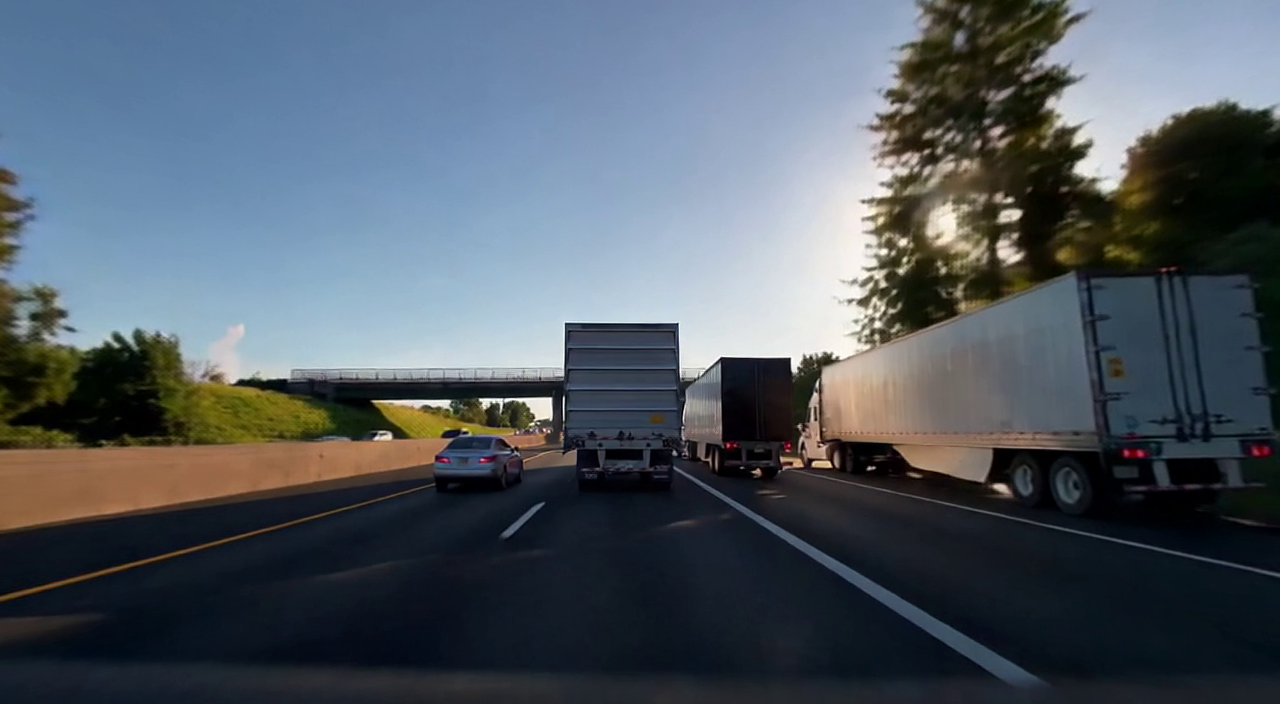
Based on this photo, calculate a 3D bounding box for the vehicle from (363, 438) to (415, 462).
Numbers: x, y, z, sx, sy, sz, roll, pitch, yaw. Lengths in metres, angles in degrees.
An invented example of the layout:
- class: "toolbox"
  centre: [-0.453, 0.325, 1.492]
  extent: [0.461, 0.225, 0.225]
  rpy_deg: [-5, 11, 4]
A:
- class: "vehicle"
  centre: [-16.201, 6.330, 40.892]
  extent: [1.684, 1.451, 4.061]
  rpy_deg: [0, -8, 0]

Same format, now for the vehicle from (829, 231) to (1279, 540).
- class: "vehicle"
  centre: [8.110, 1.255, 14.878]
  extent: [3.000, 4.114, 13.063]
  rpy_deg: [0, -8, -1]

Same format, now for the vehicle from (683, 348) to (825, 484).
- class: "vehicle"
  centre: [3.644, 2.583, 23.762]
  extent: [2.817, 3.886, 11.491]
  rpy_deg: [0, -8, -2]

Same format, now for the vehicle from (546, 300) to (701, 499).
- class: "vehicle"
  centre: [-0.508, 1.647, 18.183]
  extent: [3.090, 4.065, 10.702]
  rpy_deg: [0, -8, -2]

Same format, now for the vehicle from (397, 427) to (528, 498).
- class: "vehicle"
  centre: [-4.095, 2.595, 15.243]
  extent: [2.049, 1.483, 3.786]
  rpy_deg: [0, -8, 0]

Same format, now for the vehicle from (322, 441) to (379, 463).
- class: "vehicle"
  centre: [-20.895, 7.191, 45.690]
  extent: [1.884, 1.460, 4.801]
  rpy_deg: [0, -8, -1]
